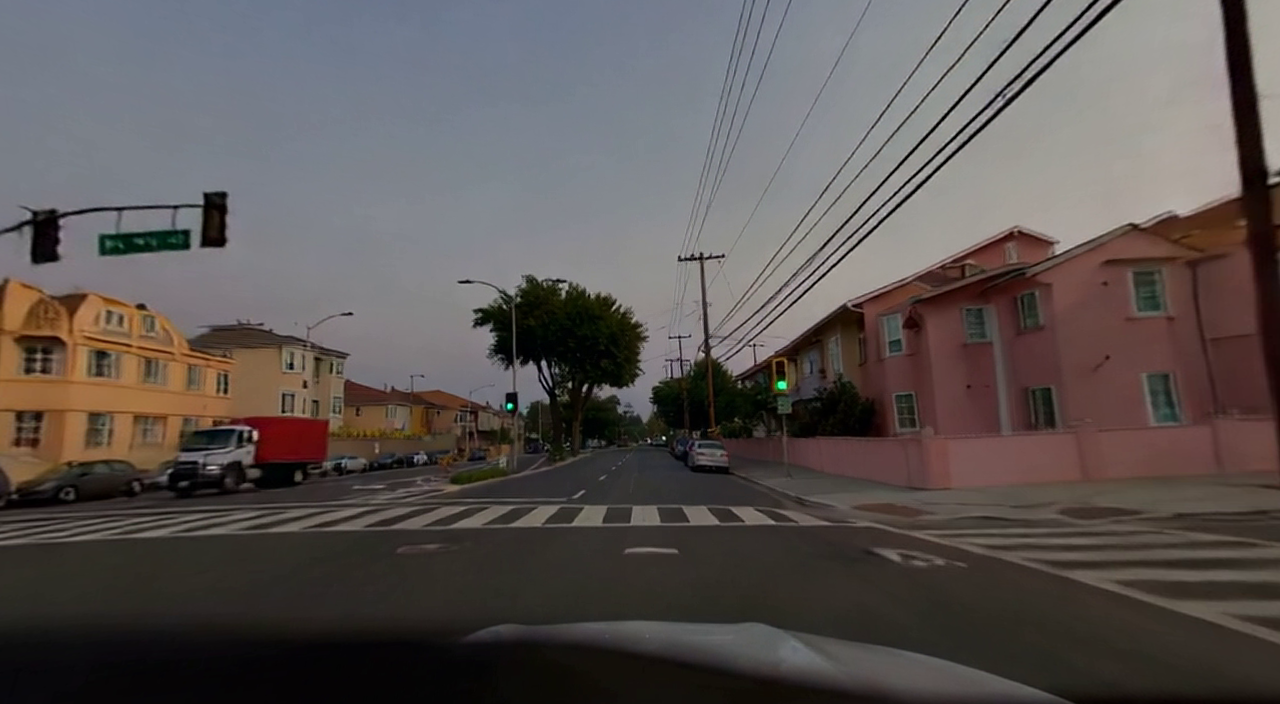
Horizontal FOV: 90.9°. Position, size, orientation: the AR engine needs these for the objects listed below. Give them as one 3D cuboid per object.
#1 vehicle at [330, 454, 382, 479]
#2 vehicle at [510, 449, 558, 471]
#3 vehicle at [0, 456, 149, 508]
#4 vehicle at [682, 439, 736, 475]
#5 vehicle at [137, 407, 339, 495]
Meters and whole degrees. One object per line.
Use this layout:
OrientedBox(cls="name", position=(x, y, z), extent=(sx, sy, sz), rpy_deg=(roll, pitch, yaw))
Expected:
OrientedBox(cls="vehicle", position=(-18.686, 7.516, 41.582), extent=(1.652, 1.478, 3.682), rpy_deg=(0, -8, 1))
OrientedBox(cls="vehicle", position=(-5.954, 6.104, 35.636), extent=(1.925, 1.016, 2.951), rpy_deg=(-2, -6, 6))
OrientedBox(cls="vehicle", position=(-19.295, 4.300, 21.310), extent=(1.751, 1.487, 4.514), rpy_deg=(0, -9, -1))
OrientedBox(cls="vehicle", position=(3.124, 4.862, 29.361), extent=(1.986, 1.491, 4.500), rpy_deg=(0, -9, 0))
OrientedBox(cls="vehicle", position=(-16.169, 4.116, 26.354), extent=(2.979, 3.071, 7.978), rpy_deg=(0, -9, 1))
